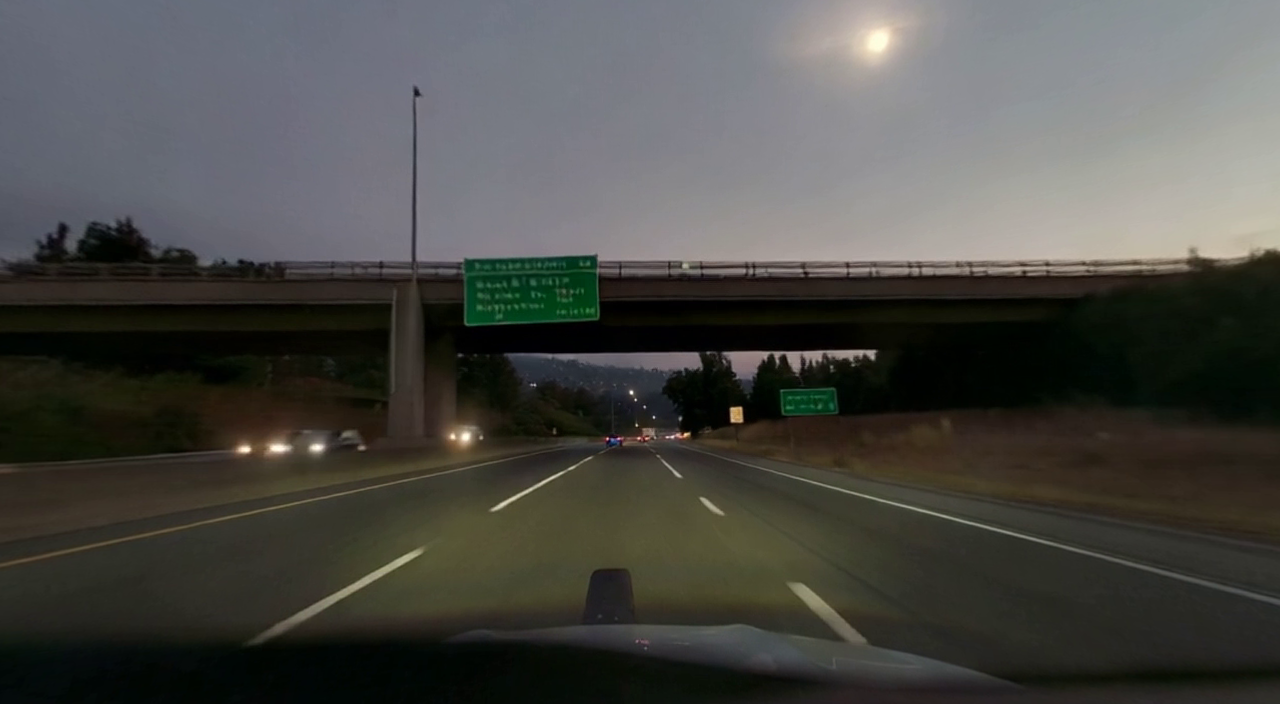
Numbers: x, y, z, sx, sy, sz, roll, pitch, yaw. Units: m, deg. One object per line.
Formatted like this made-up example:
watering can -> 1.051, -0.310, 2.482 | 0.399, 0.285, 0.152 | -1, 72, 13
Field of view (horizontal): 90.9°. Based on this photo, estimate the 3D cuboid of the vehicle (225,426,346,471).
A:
vehicle -> -13.304, 3.643, 24.046 | 2.053, 1.538, 4.491 | 0, -8, -1

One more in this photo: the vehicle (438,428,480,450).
vehicle -> -13.611, 6.566, 47.628 | 1.869, 1.601, 4.415 | 0, -8, -1
